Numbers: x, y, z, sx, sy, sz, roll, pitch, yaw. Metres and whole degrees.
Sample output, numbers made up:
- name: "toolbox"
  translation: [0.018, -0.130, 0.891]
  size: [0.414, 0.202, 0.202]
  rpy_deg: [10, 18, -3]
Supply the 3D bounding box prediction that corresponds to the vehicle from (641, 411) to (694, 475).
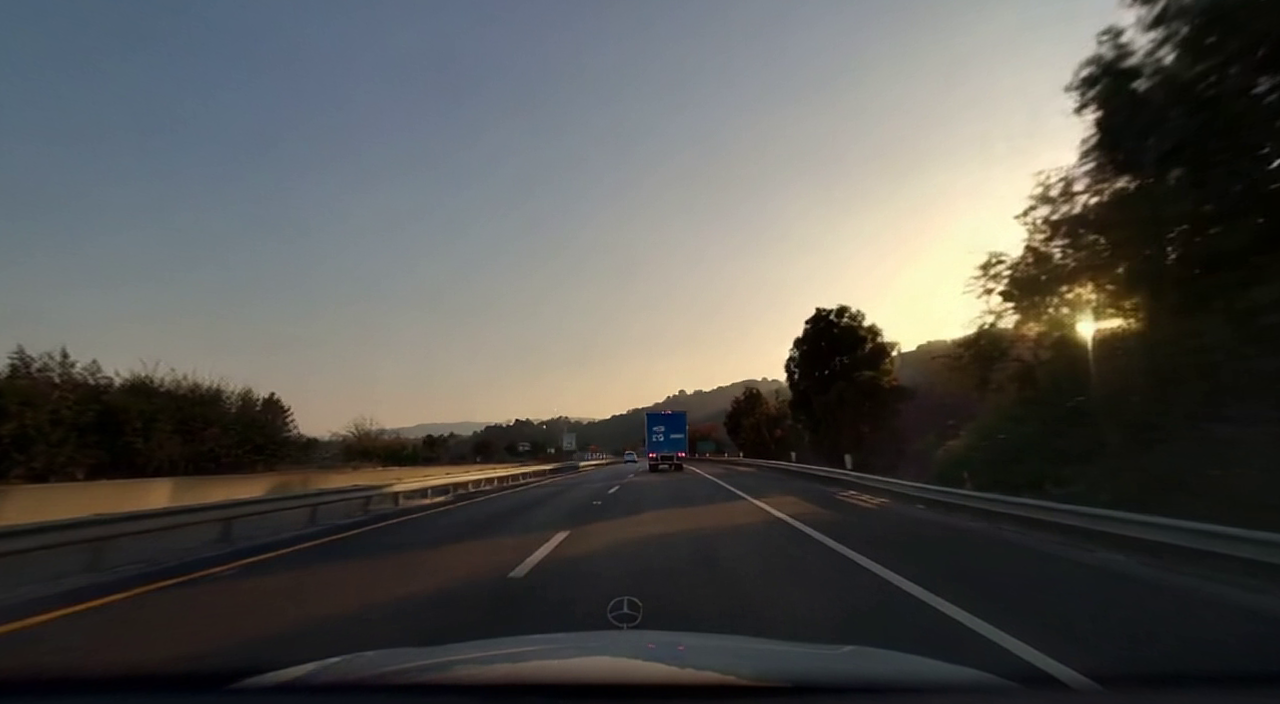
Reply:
- name: "vehicle"
  translation: [1.713, 6.221, 42.577]
  size: [3.107, 3.718, 10.231]
  rpy_deg: [0, -9, 1]
